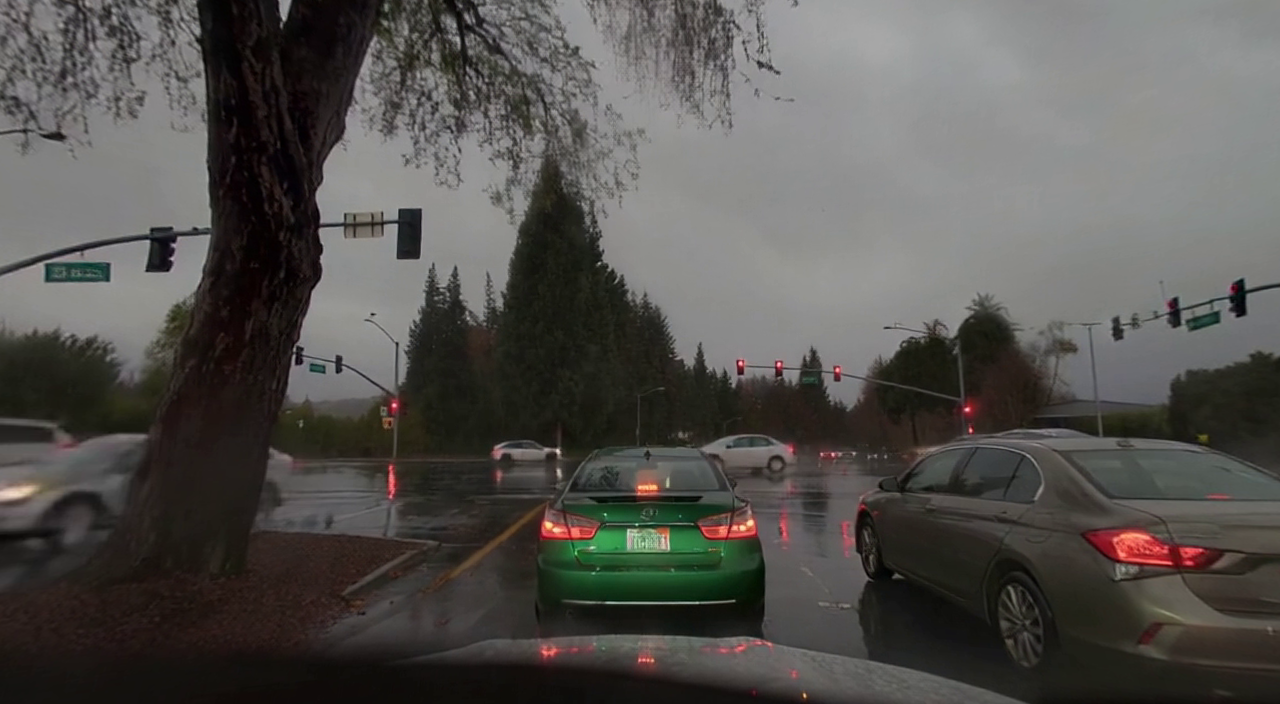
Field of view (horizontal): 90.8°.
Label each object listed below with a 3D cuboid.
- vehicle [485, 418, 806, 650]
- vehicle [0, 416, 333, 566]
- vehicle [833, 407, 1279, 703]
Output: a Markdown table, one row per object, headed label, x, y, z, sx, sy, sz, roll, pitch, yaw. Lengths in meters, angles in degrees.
| label | x | y | z | sx | sy | sz | roll | pitch | yaw |
| --- | --- | --- | --- | --- | --- | --- | --- | --- | --- |
| vehicle | 0.030 | 1.467 | 6.150 | 2.026 | 1.458 | 4.175 | 0 | -9 | 0 |
| vehicle | -6.726 | 1.670 | 8.213 | 2.047 | 1.473 | 4.673 | -3 | -9 | 22 |
| vehicle | 3.098 | 1.300 | 4.859 | 1.861 | 1.479 | 4.371 | 0 | -9 | 0 |
